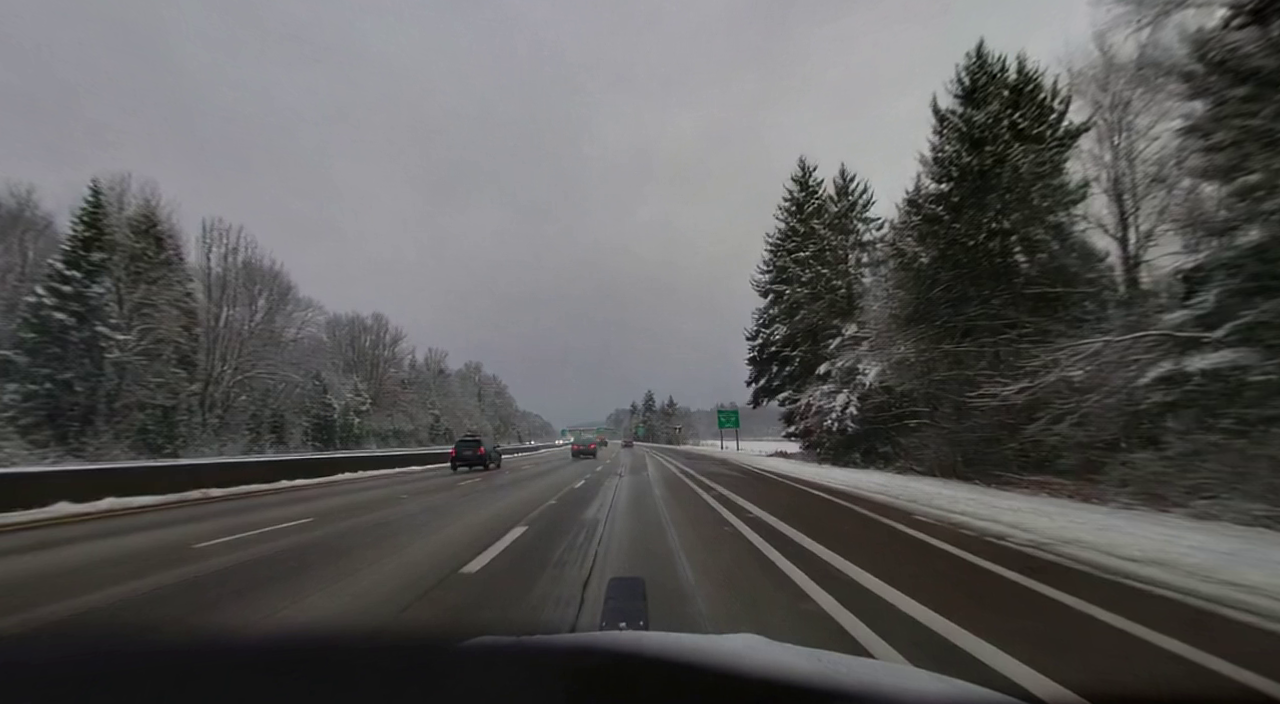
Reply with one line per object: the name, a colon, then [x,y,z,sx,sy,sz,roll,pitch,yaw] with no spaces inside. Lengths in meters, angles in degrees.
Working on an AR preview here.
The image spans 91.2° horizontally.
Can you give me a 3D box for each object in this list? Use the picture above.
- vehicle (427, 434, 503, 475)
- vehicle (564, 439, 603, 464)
vehicle: [-7.600,4.499,27.791,2.080,1.632,4.332,0,-8,0]
vehicle: [-3.513,6.266,39.735,2.075,1.516,4.212,0,-8,0]
